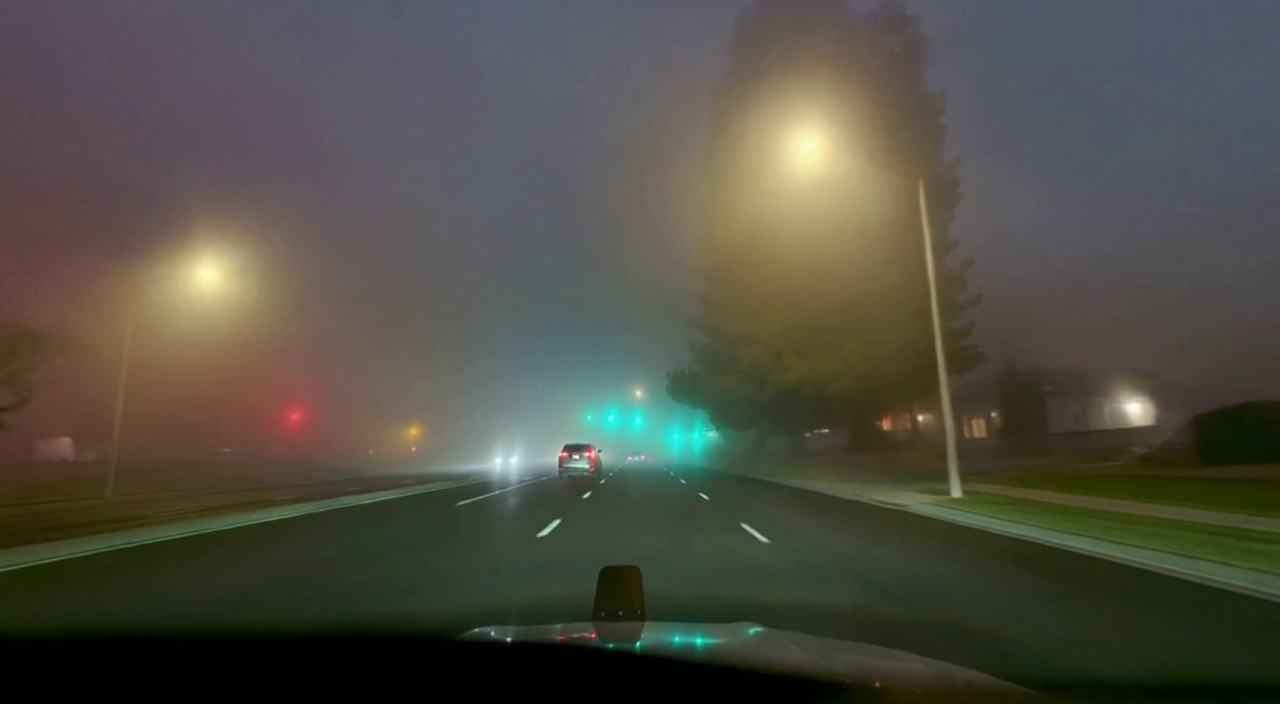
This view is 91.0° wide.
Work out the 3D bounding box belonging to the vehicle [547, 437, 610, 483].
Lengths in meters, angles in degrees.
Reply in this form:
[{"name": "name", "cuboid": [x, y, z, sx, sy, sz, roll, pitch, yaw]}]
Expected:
[{"name": "vehicle", "cuboid": [-2.769, 5.068, 29.828, 2.370, 1.968, 5.698, 0, -9, 0]}]
